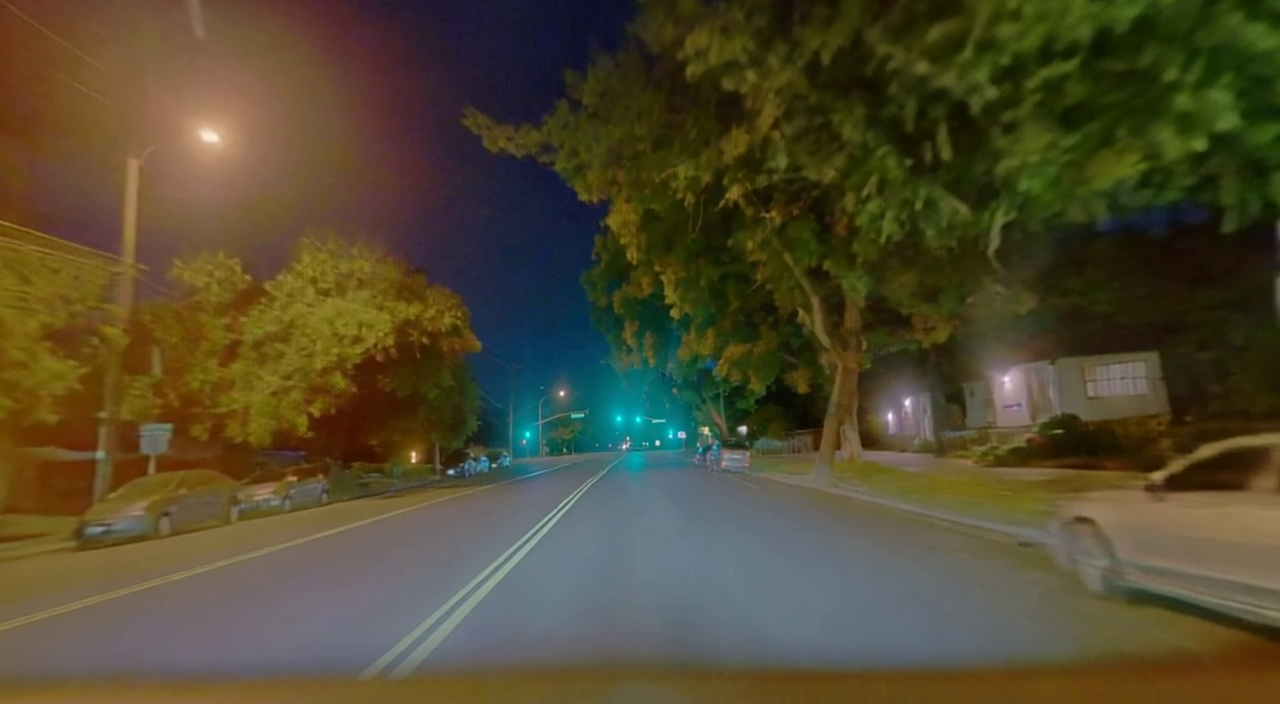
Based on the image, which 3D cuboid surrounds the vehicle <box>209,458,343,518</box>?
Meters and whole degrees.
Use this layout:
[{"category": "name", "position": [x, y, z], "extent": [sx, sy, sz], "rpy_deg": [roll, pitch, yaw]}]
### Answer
[{"category": "vehicle", "position": [-11.651, 4.339, 20.615], "extent": [2.008, 1.643, 4.130], "rpy_deg": [0, -8, -2]}]

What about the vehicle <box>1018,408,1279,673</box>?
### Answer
[{"category": "vehicle", "position": [4.546, 1.045, 3.480], "extent": [1.887, 1.480, 4.731], "rpy_deg": [0, -9, -2]}]

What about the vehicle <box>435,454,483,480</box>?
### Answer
[{"category": "vehicle", "position": [-11.689, 7.435, 41.043], "extent": [1.867, 1.471, 4.139], "rpy_deg": [0, -8, 1]}]

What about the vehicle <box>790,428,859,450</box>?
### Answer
[{"category": "vehicle", "position": [14.166, 6.710, 48.644], "extent": [4.660, 1.546, 1.916], "rpy_deg": [-1, -8, 0]}]

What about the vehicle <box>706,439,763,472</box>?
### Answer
[{"category": "vehicle", "position": [4.500, 5.034, 30.819], "extent": [2.010, 1.461, 4.247], "rpy_deg": [0, -9, -2]}]

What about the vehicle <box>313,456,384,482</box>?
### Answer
[{"category": "vehicle", "position": [-20.070, 8.042, 43.608], "extent": [3.932, 1.641, 1.819], "rpy_deg": [0, -8, -1]}]

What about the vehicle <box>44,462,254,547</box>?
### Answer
[{"category": "vehicle", "position": [-11.485, 3.539, 15.249], "extent": [1.845, 1.626, 4.105], "rpy_deg": [0, -8, -2]}]
